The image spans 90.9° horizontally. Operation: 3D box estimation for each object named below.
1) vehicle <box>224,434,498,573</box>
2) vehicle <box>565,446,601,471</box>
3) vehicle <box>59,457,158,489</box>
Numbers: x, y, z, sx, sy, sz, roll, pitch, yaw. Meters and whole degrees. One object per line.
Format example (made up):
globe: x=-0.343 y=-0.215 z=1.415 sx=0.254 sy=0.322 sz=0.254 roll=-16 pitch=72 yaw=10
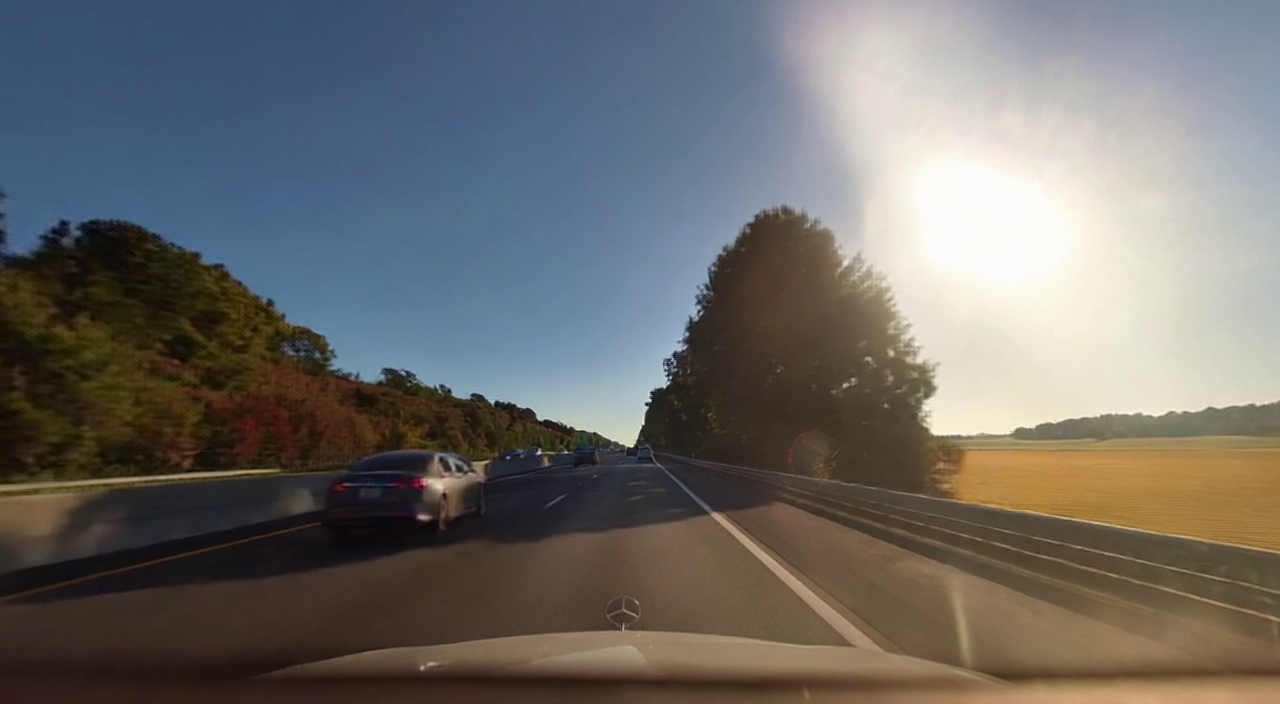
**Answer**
vehicle: x=-3.506 y=1.970 z=8.956 sx=1.970 sy=1.483 sz=4.097 roll=0 pitch=-9 yaw=1
vehicle: x=-3.995 y=7.538 z=44.745 sx=2.095 sy=1.664 sz=4.305 roll=0 pitch=-9 yaw=0
vehicle: x=-26.573 y=6.031 z=31.682 sx=1.697 sy=1.495 sz=3.700 roll=0 pitch=-9 yaw=0
